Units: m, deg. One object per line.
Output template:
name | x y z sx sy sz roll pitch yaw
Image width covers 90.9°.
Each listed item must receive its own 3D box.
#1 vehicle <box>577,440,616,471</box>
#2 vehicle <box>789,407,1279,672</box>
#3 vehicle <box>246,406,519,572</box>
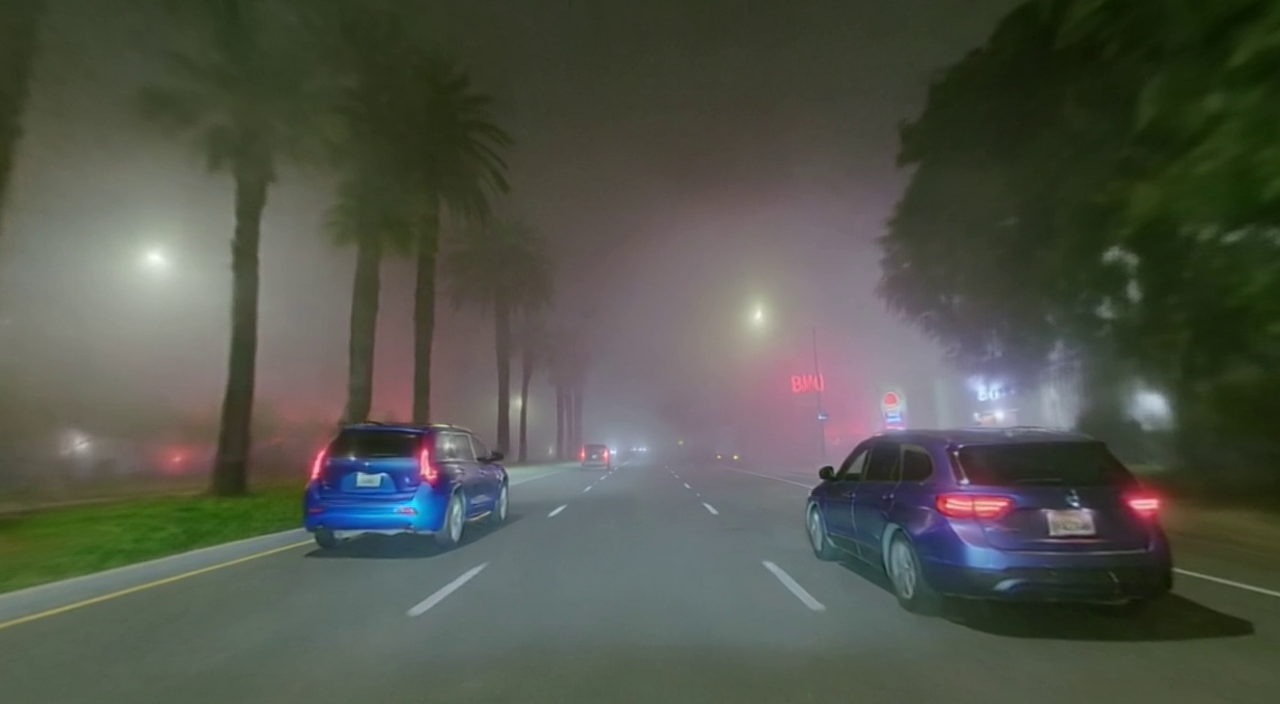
vehicle | -2.589 6.322 38.673 1.998 1.743 4.402 0 -8 1
vehicle | 2.861 1.392 5.784 1.946 1.513 4.133 0 -8 0
vehicle | -3.250 1.825 9.164 2.058 1.804 4.391 0 -8 1
